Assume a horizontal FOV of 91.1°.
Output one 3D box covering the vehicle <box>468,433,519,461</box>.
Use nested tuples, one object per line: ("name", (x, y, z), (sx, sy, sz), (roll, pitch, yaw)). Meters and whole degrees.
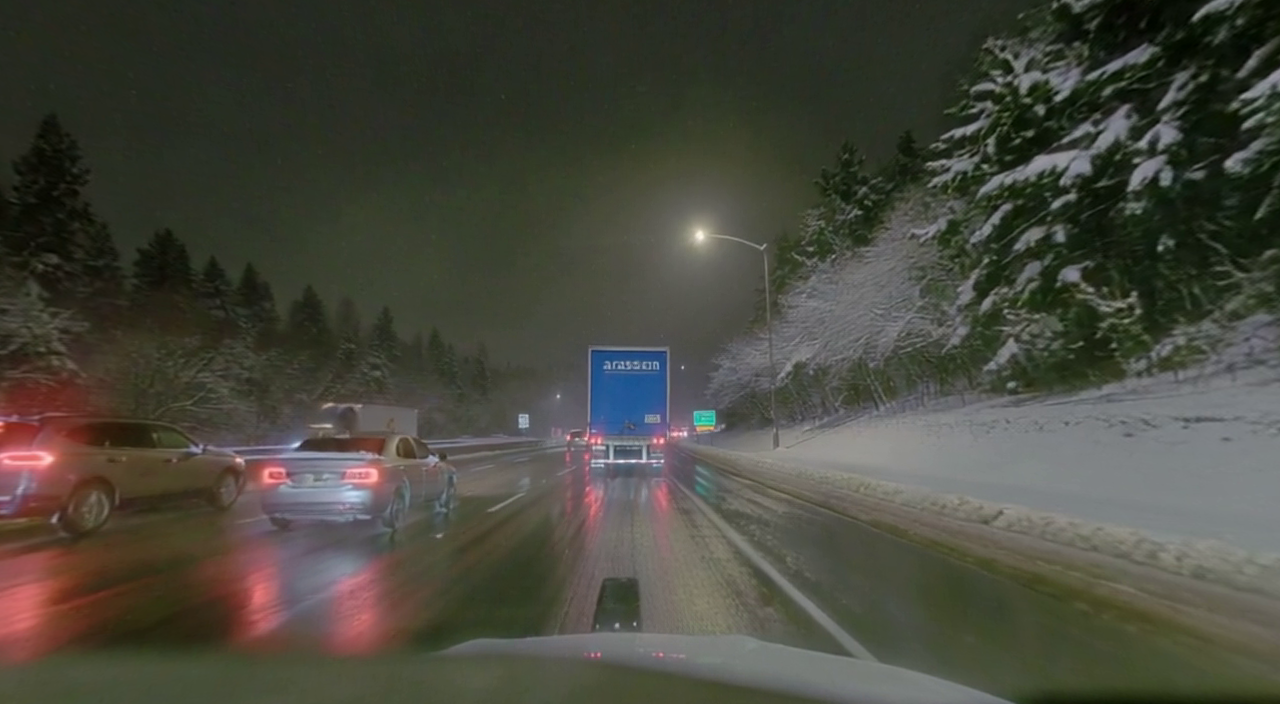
("vehicle", (-8.526, 5.525, 36.921), (1.976, 1.510, 4.604), (0, -8, -1))

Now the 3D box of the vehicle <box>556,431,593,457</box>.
("vehicle", (-4.376, 6.211, 42.685), (2.104, 1.653, 4.302), (0, -8, -1))

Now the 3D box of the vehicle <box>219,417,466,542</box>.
("vehicle", (-4.155, 1.815, 9.623), (1.933, 1.492, 3.838), (0, -8, -1))

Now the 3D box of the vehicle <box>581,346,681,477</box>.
("vehicle", (-0.385, 2.571, 25.207), (3.118, 4.106, 10.719), (0, -8, -1))

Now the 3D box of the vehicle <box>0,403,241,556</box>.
("vehicle", (-7.994, 1.666, 8.926), (1.990, 1.654, 4.129), (0, -8, -1))
